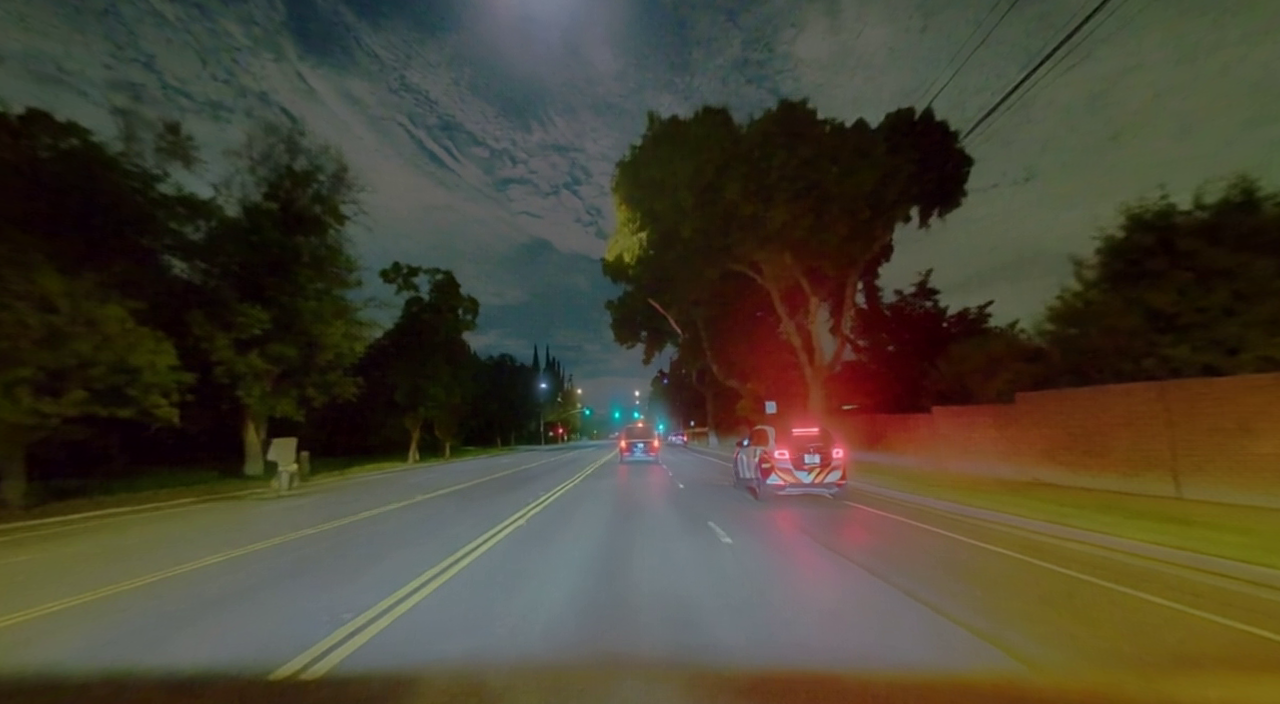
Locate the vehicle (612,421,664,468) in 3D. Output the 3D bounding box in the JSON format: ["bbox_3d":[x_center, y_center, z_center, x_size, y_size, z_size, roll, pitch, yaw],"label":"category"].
[{"bbox_3d":[-0.104,3.824,25.987,1.984,1.777,3.148,0,-8,-1],"label":"vehicle"}]

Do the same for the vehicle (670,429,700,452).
[{"bbox_3d":[3.189,6.417,45.560,1.863,1.610,3.726,0,-8,-1],"label":"vehicle"}]

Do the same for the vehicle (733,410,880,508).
[{"bbox_3d":[3.214,2.179,13.126,1.840,1.709,4.202,0,-8,-1],"label":"vehicle"}]
